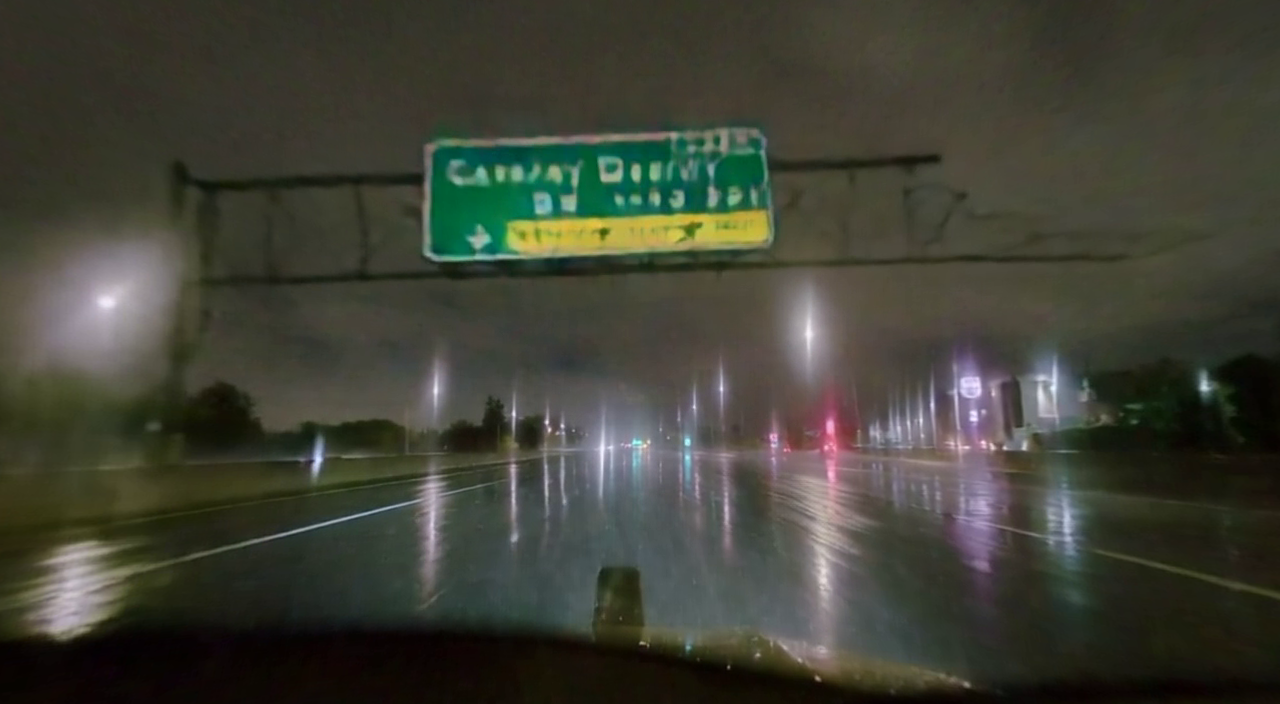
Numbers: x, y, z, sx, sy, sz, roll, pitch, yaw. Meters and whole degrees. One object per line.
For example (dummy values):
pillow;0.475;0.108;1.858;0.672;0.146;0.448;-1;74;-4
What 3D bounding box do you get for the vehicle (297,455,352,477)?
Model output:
vehicle;-24.326;8.768;48.662;1.864;1.501;4.468;0;-9;1
